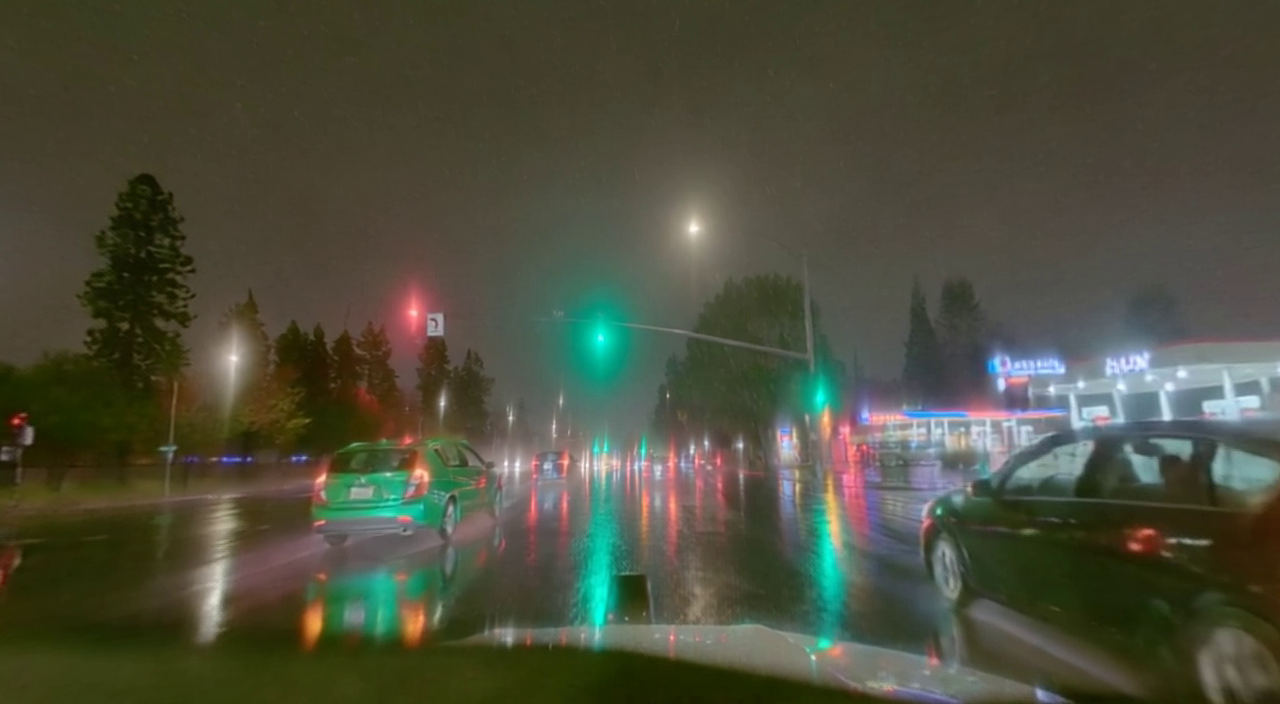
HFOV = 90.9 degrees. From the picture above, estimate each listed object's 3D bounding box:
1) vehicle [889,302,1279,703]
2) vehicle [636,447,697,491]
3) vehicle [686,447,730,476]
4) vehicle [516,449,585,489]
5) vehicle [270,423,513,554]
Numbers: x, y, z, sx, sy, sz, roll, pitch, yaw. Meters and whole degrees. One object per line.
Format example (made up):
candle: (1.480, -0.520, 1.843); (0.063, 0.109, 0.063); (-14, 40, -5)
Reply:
vehicle: (3.426, 0.952, 3.821); (1.992, 1.805, 4.549); (0, -9, 1)
vehicle: (0.892, 4.153, 22.680); (1.994, 1.433, 3.894); (0, -9, 1)
vehicle: (3.751, 6.110, 35.461); (1.920, 1.479, 4.548); (0, -9, -1)
vehicle: (-3.433, 4.581, 25.003); (1.995, 1.436, 4.500); (0, -9, 1)
vehicle: (-3.757, 2.170, 10.751); (2.023, 1.687, 4.874); (0, -9, 2)
